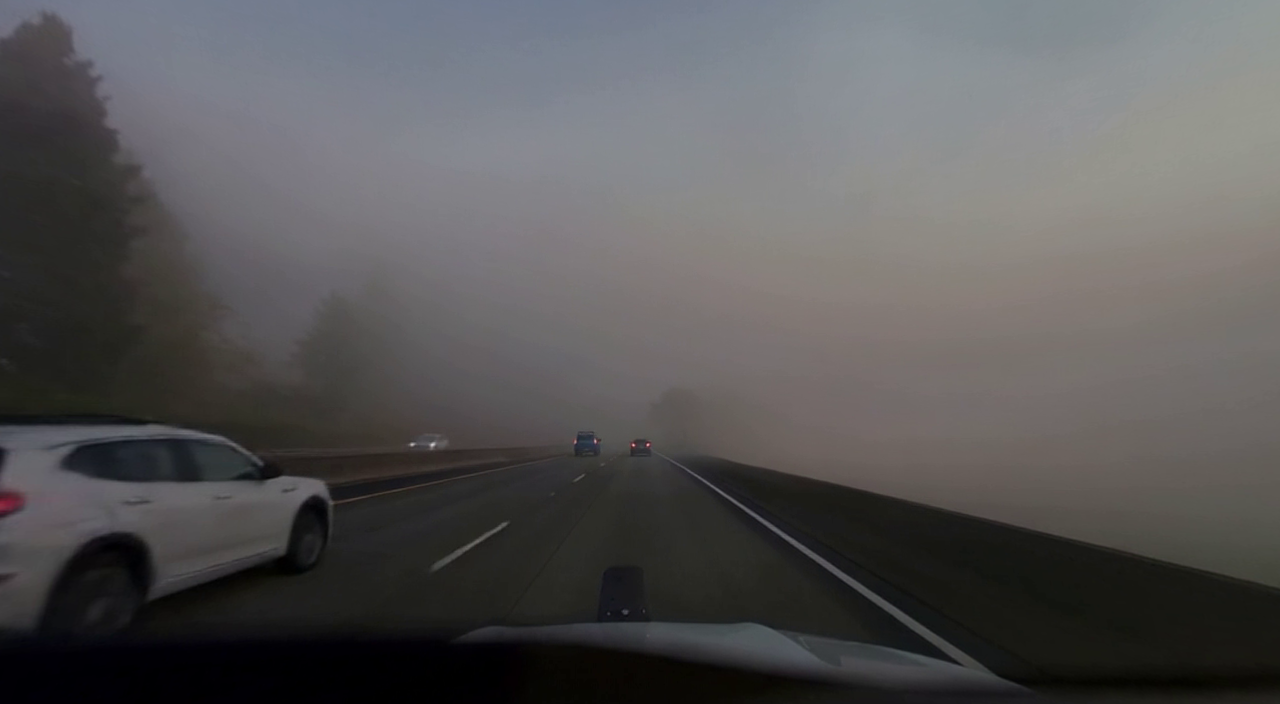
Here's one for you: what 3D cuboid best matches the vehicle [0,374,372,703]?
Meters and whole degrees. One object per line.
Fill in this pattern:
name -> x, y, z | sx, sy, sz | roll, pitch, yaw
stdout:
vehicle -> -3.896, 1.083, 4.121 | 2.190, 1.571, 4.643 | 0, -8, 1

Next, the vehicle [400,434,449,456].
vehicle -> -15.990, 6.925, 46.814 | 1.932, 1.560, 4.669 | 0, -8, 1
